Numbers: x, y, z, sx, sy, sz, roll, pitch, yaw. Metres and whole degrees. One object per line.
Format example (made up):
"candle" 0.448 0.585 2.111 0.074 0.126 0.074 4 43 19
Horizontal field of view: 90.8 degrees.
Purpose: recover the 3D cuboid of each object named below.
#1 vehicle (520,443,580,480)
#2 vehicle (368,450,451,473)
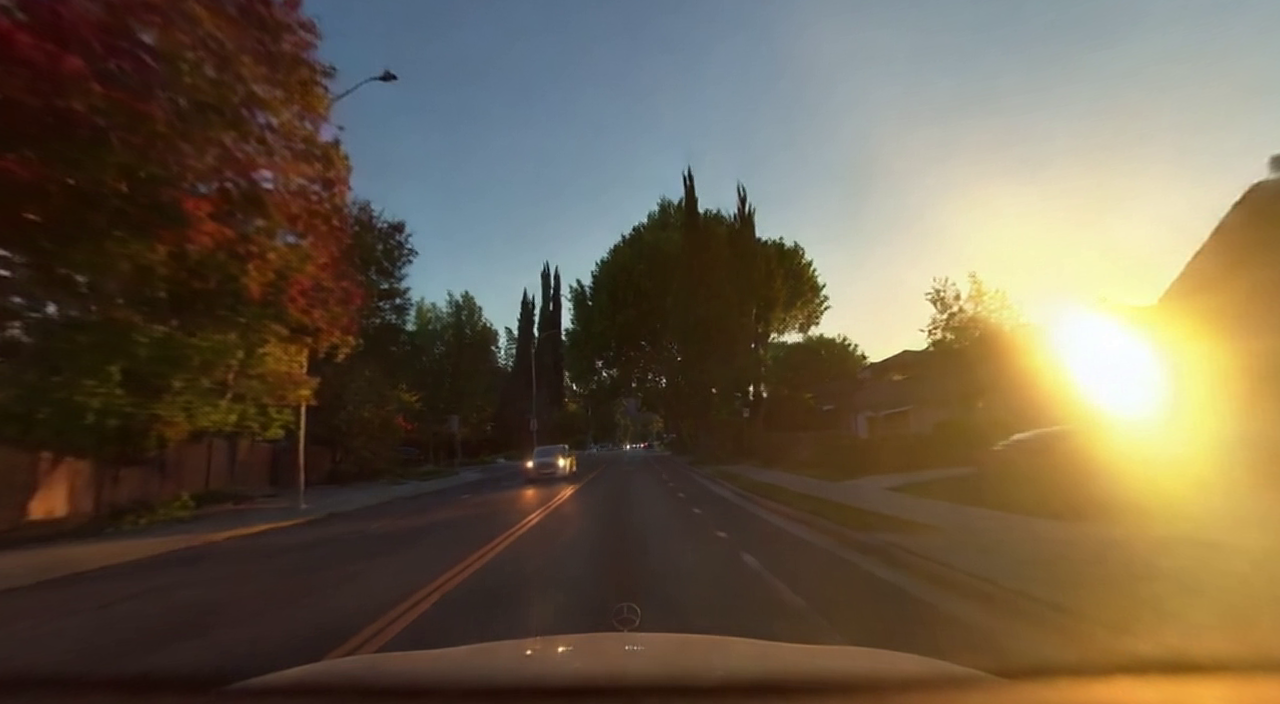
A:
"vehicle" -3.967 4.915 28.637 1.996 1.519 4.559 0 -9 0
"vehicle" -15.330 7.289 42.137 4.779 1.453 1.970 -2 -9 10
